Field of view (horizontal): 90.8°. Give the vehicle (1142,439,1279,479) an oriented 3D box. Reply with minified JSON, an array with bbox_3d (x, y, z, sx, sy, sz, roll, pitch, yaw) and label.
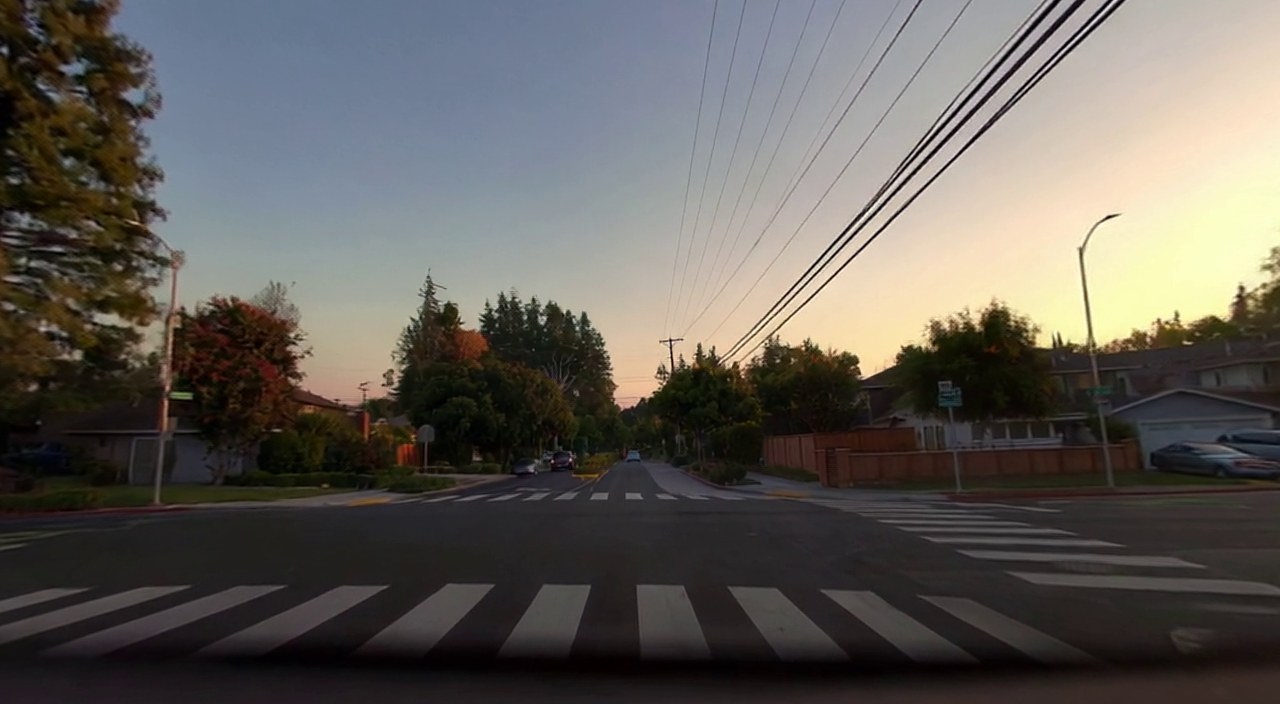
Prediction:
[{"bbox_3d":[23.357,4.316,25.770,1.841,1.448,4.688,0,-8,-1],"label":"vehicle"}]

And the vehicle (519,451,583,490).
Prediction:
[{"bbox_3d":[-3.688,5.004,27.005,2.102,1.463,4.024,0,-8,1],"label":"vehicle"}]
